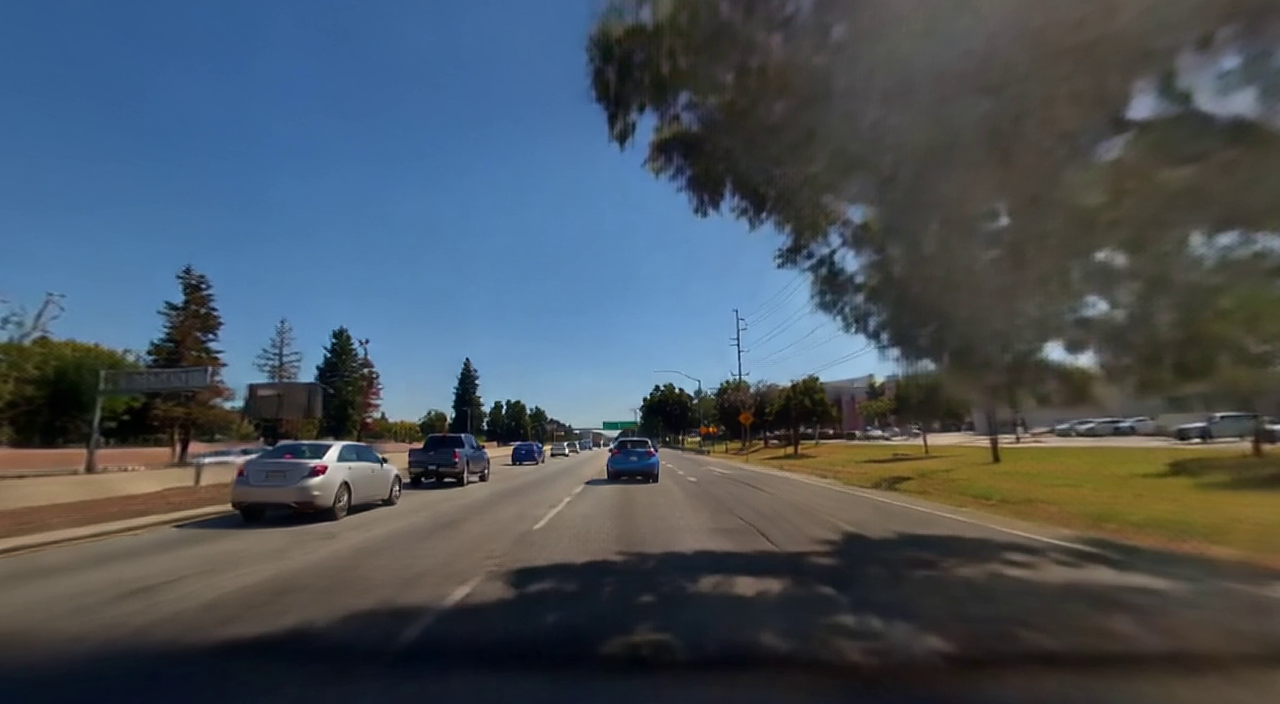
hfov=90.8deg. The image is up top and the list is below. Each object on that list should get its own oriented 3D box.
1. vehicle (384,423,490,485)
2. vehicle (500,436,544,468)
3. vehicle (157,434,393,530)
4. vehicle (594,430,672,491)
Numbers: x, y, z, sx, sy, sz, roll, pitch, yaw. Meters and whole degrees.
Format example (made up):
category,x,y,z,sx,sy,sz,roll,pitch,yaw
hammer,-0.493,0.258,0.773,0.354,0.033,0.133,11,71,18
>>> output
category,x,y,z,sx,sy,sz,roll,pitch,yaw
vehicle,-6.950,3.560,22.320,2.144,1.905,4.967,0,-8,0
vehicle,-6.984,5.942,37.643,1.914,1.756,4.179,0,-8,-2
vehicle,-6.660,2.384,12.283,1.900,1.483,4.547,0,-8,-1
vehicle,-0.205,3.296,19.562,2.140,1.653,4.108,0,-8,0
